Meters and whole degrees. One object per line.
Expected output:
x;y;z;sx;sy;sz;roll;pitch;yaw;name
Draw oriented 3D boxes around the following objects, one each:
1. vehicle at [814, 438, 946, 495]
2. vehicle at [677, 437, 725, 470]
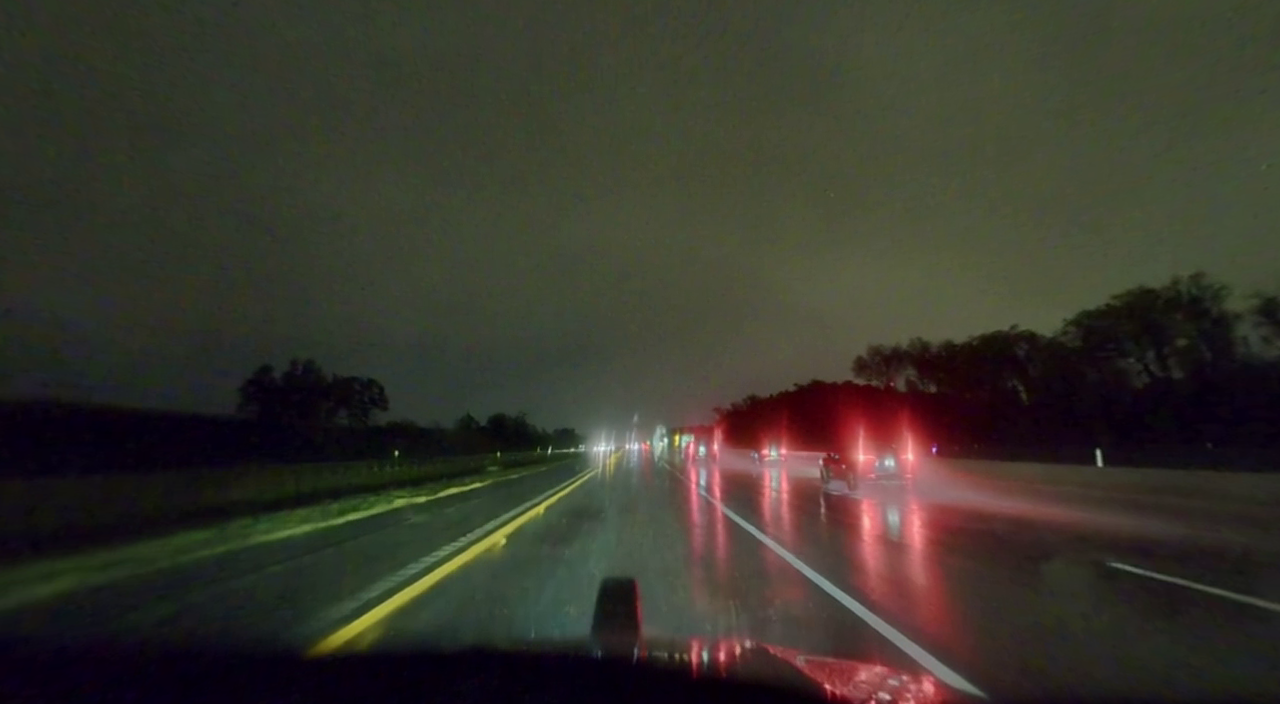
7.198;3.476;19.645;2.046;1.509;4.929;0;-8;-2;vehicle
3.480;5.892;36.800;2.141;1.785;4.778;0;-8;-2;vehicle
